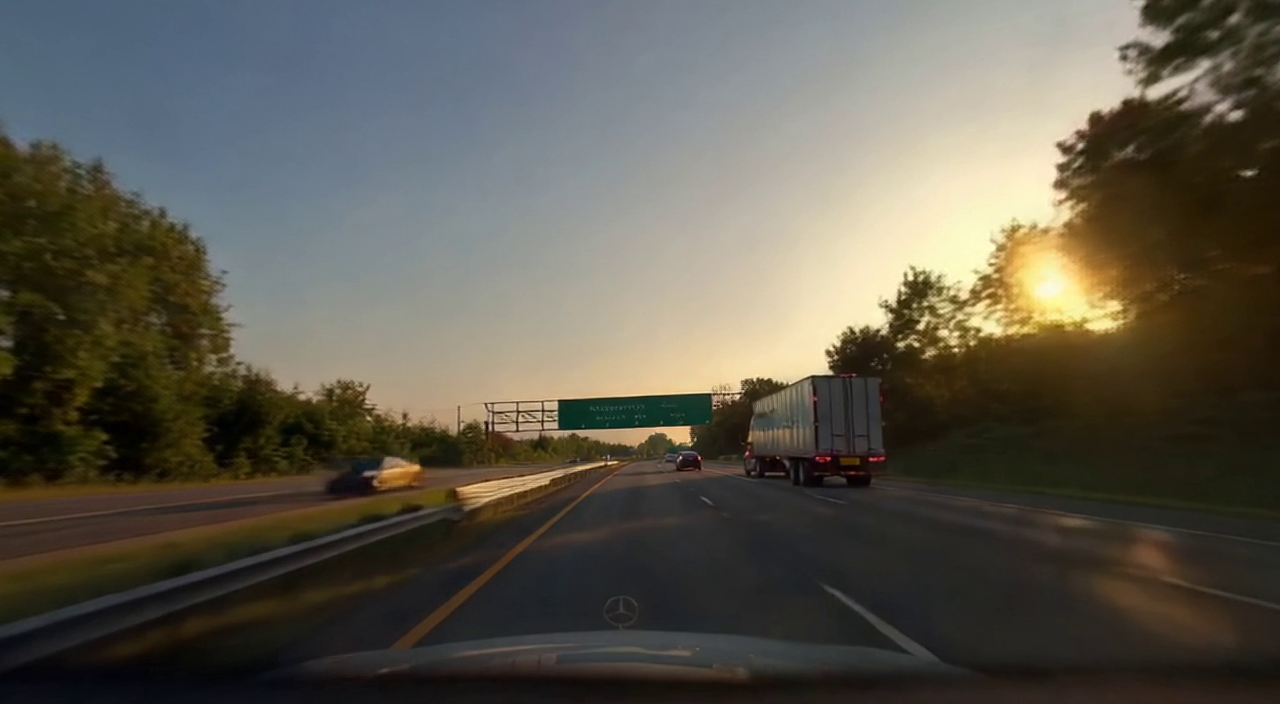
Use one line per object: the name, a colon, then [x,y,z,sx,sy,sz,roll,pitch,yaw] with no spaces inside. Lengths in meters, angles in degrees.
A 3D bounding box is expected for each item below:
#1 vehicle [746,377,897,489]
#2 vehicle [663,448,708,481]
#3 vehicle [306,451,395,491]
vehicle: [7.756,3.996,29.773,2.907,4.042,13.858,0,-9,0]
vehicle: [2.285,5.735,32.351,2.024,1.579,3.707,-1,-9,0]
vehicle: [-11.985,4.923,26.349,1.854,1.514,3.892,0,-9,0]
